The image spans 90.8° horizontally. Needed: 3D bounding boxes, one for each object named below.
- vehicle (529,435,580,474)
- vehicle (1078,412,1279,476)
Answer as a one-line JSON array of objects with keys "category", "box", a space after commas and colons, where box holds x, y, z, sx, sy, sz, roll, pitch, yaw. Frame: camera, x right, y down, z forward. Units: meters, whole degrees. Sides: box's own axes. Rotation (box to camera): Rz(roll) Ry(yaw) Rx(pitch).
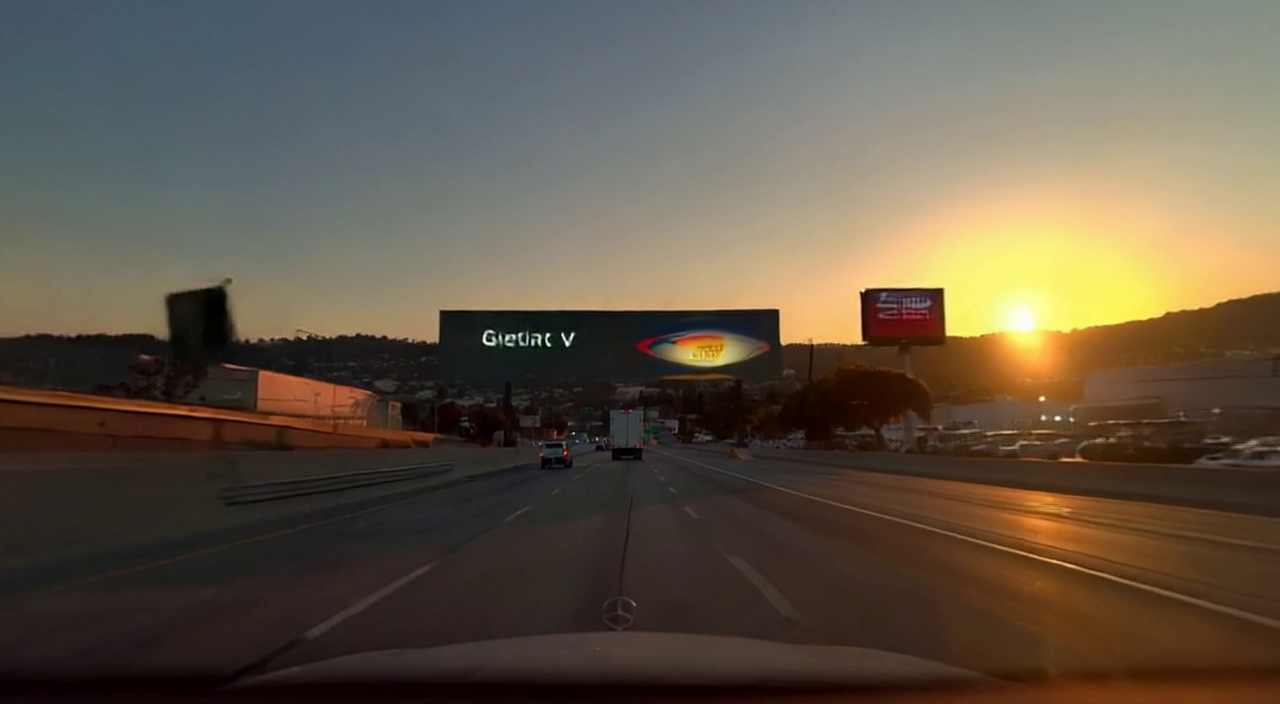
[{"category": "vehicle", "box": [-4.564, 5.558, 34.411, 2.095, 1.930, 4.680, 0, -8, 0]}, {"category": "vehicle", "box": [37.181, 6.403, 44.270, 2.828, 3.959, 9.966, 4, -9, -33]}]
